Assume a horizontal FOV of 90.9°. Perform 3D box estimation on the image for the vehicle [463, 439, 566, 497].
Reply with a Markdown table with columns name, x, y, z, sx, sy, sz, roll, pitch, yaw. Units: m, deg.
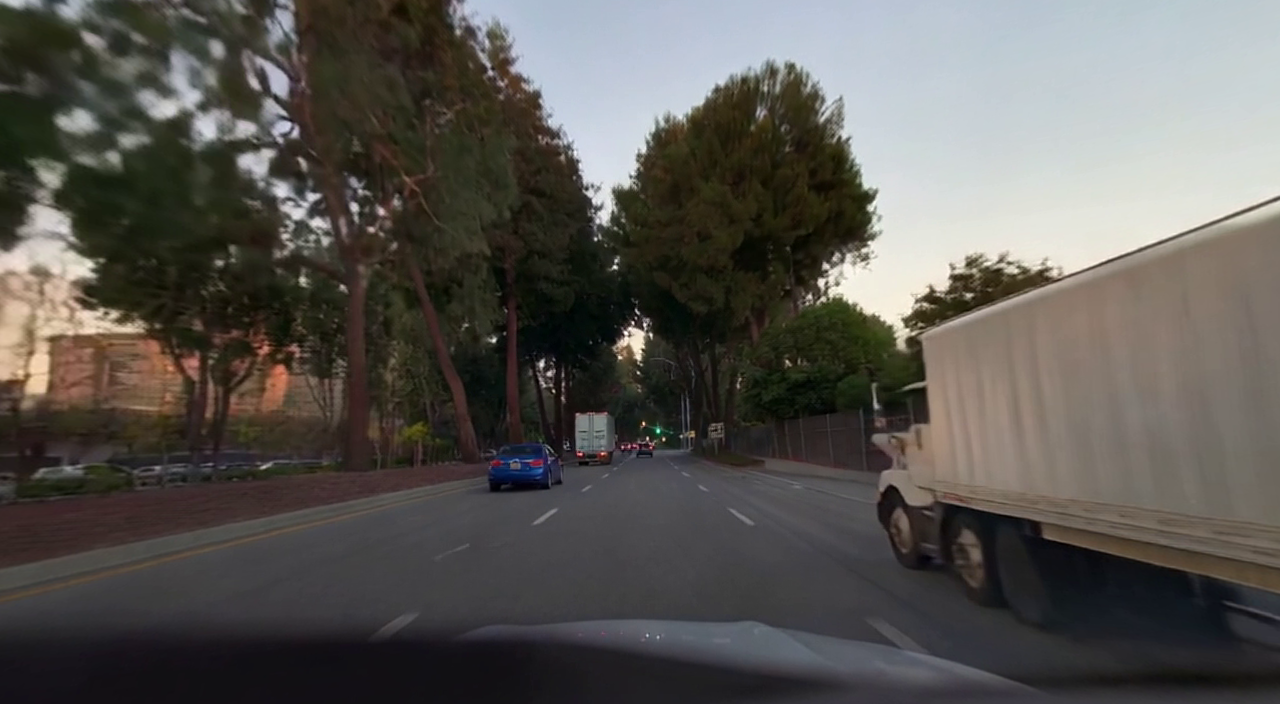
| name | x | y | z | sx | sy | sz | roll | pitch | yaw |
| --- | --- | --- | --- | --- | --- | --- | --- | --- | --- |
| vehicle | -3.487 | 3.296 | 18.403 | 2.005 | 1.462 | 4.345 | -1 | -8 | 2 |

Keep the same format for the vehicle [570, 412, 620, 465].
| name | x | y | z | sx | sy | sz | roll | pitch | yaw |
| --- | --- | --- | --- | --- | --- | --- | --- | --- | --- |
| vehicle | -2.949 | 6.046 | 43.714 | 2.746 | 3.276 | 8.572 | 0 | -8 | 0 |
